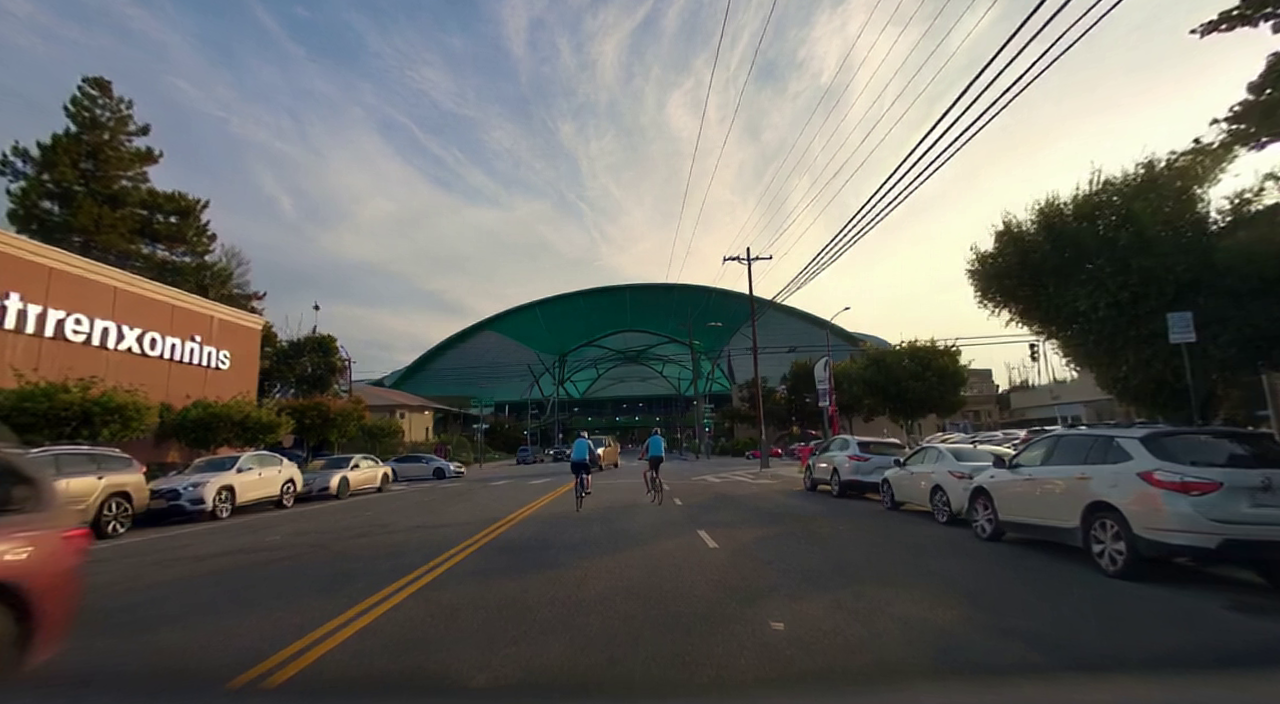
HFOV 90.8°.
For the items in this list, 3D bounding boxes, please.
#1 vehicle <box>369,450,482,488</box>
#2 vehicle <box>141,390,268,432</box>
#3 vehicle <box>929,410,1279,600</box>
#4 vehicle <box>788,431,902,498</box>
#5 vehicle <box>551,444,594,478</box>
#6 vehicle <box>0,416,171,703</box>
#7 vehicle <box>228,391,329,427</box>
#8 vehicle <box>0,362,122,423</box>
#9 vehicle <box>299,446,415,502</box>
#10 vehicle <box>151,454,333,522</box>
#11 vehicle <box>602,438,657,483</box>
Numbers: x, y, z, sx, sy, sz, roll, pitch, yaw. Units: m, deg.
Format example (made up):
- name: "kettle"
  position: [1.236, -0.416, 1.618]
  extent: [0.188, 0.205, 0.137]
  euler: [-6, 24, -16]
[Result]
- name: "vehicle"
  position: [-10.930, 5.975, 32.490]
  extent: [4.961, 1.832, 2.287]
  euler: [0, -9, 1]
- name: "vehicle"
  position: [-17.339, 2.385, 25.272]
  extent: [3.750, 1.495, 1.727]
  euler: [-1, -8, -2]
- name: "vehicle"
  position: [5.544, 1.650, 7.735]
  extent: [1.972, 1.623, 4.469]
  euler: [0, -8, 1]
- name: "vehicle"
  position: [5.761, 3.192, 18.290]
  extent: [1.873, 1.714, 3.979]
  euler: [0, -8, -1]
- name: "vehicle"
  position: [-4.186, 6.838, 39.964]
  extent: [2.184, 1.954, 4.898]
  euler: [0, -8, 0]
- name: "vehicle"
  position: [-3.988, 0.891, 1.756]
  extent: [2.059, 1.519, 4.351]
  euler: [0, -8, -1]
- name: "vehicle"
  position: [-17.195, 2.727, 30.154]
  extent: [3.685, 1.584, 1.708]
  euler: [1, -9, -3]
- name: "vehicle"
  position: [-17.337, 1.194, 18.096]
  extent: [3.445, 1.576, 1.787]
  euler: [-1, -7, 2]
- name: "vehicle"
  position: [-10.301, 4.435, 23.504]
  extent: [2.075, 1.816, 4.900]
  euler: [0, -8, -1]
- name: "vehicle"
  position: [-10.327, 3.524, 16.929]
  extent: [1.904, 1.495, 4.585]
  euler: [0, -8, 0]
- name: "vehicle"
  position: [-0.422, 4.629, 27.262]
  extent: [2.190, 1.783, 4.048]
  euler: [0, -8, 0]
